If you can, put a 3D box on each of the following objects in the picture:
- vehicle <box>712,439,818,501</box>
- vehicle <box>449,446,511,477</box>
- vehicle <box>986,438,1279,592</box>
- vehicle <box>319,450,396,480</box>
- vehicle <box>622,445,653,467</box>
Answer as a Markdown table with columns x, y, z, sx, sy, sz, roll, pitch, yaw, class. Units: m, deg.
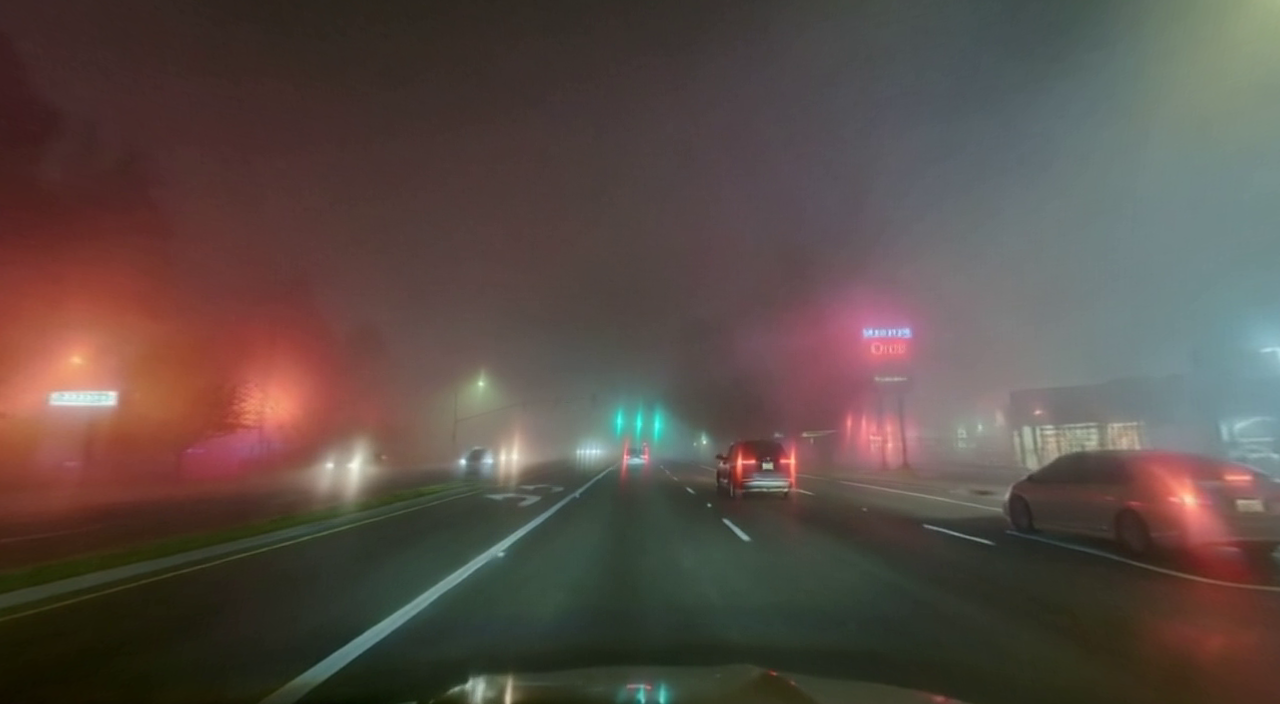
| x | y | z | sx | sy | sz | roll | pitch | yaw | class |
| --- | --- | --- | --- | --- | --- | --- | --- | --- | --- |
| 3.416 | 3.299 | 18.207 | 2.072 | 1.545 | 4.578 | 0 | -8 | -1 | vehicle |
| -8.306 | 5.687 | 33.224 | 2.039 | 1.487 | 4.437 | 0 | -8 | 0 | vehicle |
| 6.857 | 1.892 | 8.361 | 1.952 | 1.449 | 4.544 | 0 | -8 | 0 | vehicle |
| -15.851 | 6.352 | 35.733 | 2.096 | 1.512 | 4.755 | 0 | -8 | 1 | vehicle |
| -0.176 | 7.305 | 44.656 | 2.052 | 1.461 | 4.324 | 0 | -8 | 0 | vehicle |
